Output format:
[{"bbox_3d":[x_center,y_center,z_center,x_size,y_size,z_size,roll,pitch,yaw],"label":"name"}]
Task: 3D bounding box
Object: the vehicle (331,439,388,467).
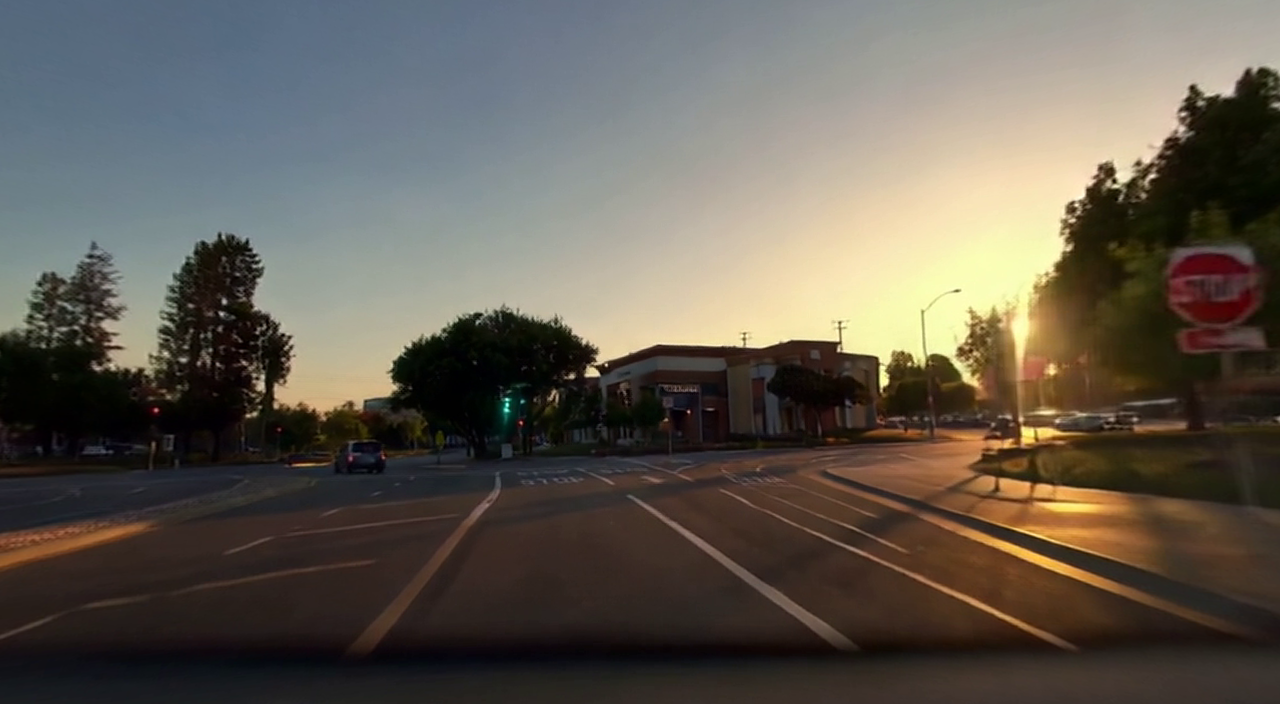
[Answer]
[{"bbox_3d":[-21.324,7.621,47.699,2.336,1.923,5.570,7,-11,-40],"label":"vehicle"}]
